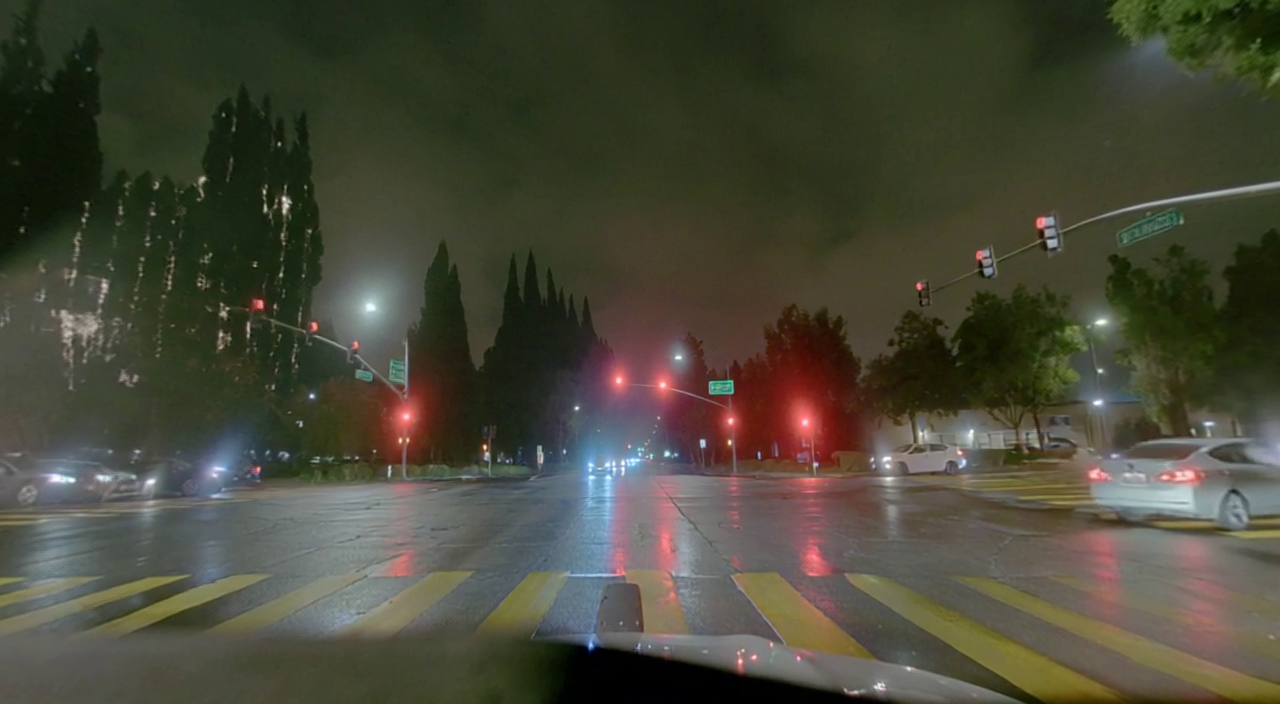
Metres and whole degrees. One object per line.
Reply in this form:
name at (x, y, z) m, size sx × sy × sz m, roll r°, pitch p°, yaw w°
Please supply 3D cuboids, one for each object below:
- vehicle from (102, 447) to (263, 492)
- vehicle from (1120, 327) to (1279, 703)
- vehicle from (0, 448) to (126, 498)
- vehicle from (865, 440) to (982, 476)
vehicle at (-19.136, 4.949, 26.660) m, size 4.798 × 1.763 × 2.536 m, roll 0°, pitch -10°, yaw 0°
vehicle at (3.171, 0.521, 0.451) m, size 2.227 × 1.705 × 4.719 m, roll -1°, pitch -8°, yaw 5°
vehicle at (-22.321, 4.416, 23.272) m, size 4.748 × 1.727 × 2.325 m, roll 0°, pitch -8°, yaw 1°
vehicle at (15.645, 5.887, 35.144) m, size 5.220 × 1.897 × 2.596 m, roll 0°, pitch -8°, yaw 0°
